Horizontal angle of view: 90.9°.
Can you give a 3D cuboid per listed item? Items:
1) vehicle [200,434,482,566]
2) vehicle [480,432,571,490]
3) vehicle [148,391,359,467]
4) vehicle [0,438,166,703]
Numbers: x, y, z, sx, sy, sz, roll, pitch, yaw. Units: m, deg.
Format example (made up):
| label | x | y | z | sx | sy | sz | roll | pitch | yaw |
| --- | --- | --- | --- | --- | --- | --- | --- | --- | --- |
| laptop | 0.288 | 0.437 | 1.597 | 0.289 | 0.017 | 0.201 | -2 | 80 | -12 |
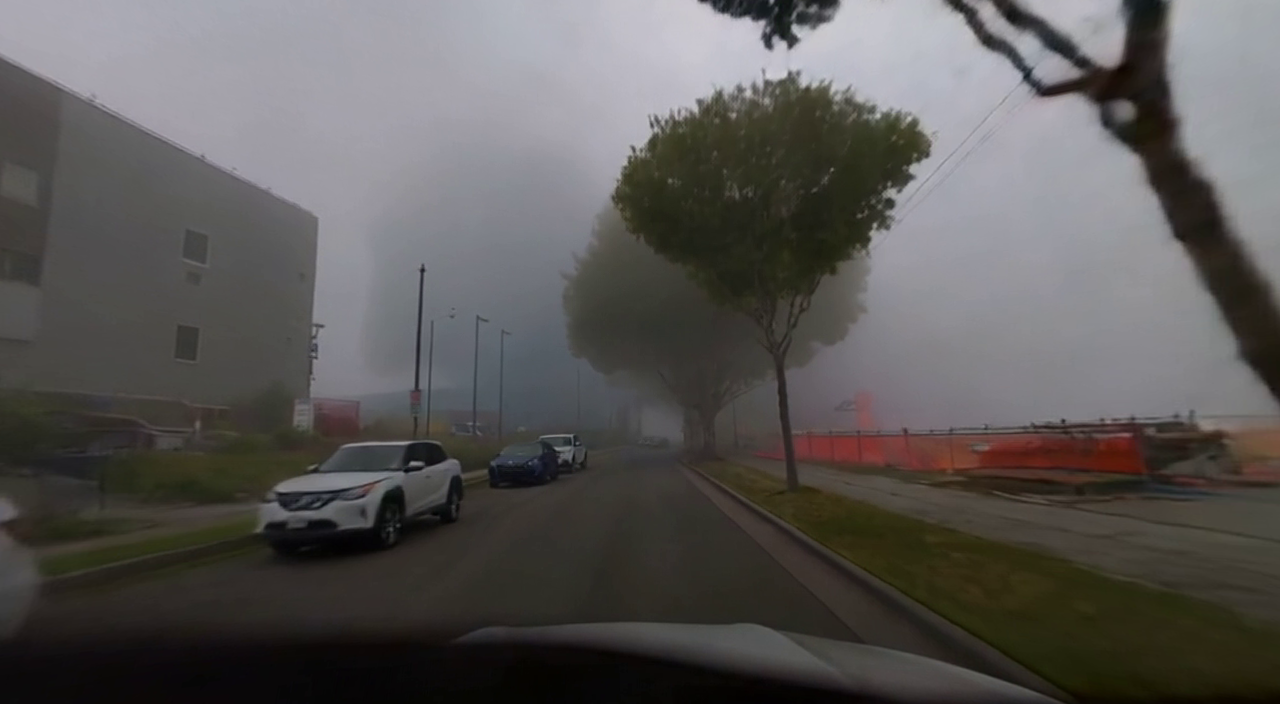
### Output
| label | x | y | z | sx | sy | sz | roll | pitch | yaw |
| --- | --- | --- | --- | --- | --- | --- | --- | --- | --- |
| vehicle | -3.929 | 1.964 | 9.331 | 1.948 | 1.460 | 4.394 | 0 | -8 | 1 |
| vehicle | -3.504 | 3.412 | 20.170 | 1.980 | 1.635 | 4.153 | -1 | -8 | 2 |
| vehicle | -13.361 | 2.707 | 22.022 | 6.039 | 2.449 | 2.273 | -1 | -8 | 6 |
| vehicle | -4.117 | 0.972 | 1.843 | 1.996 | 1.411 | 4.370 | -1 | -8 | 1 |
